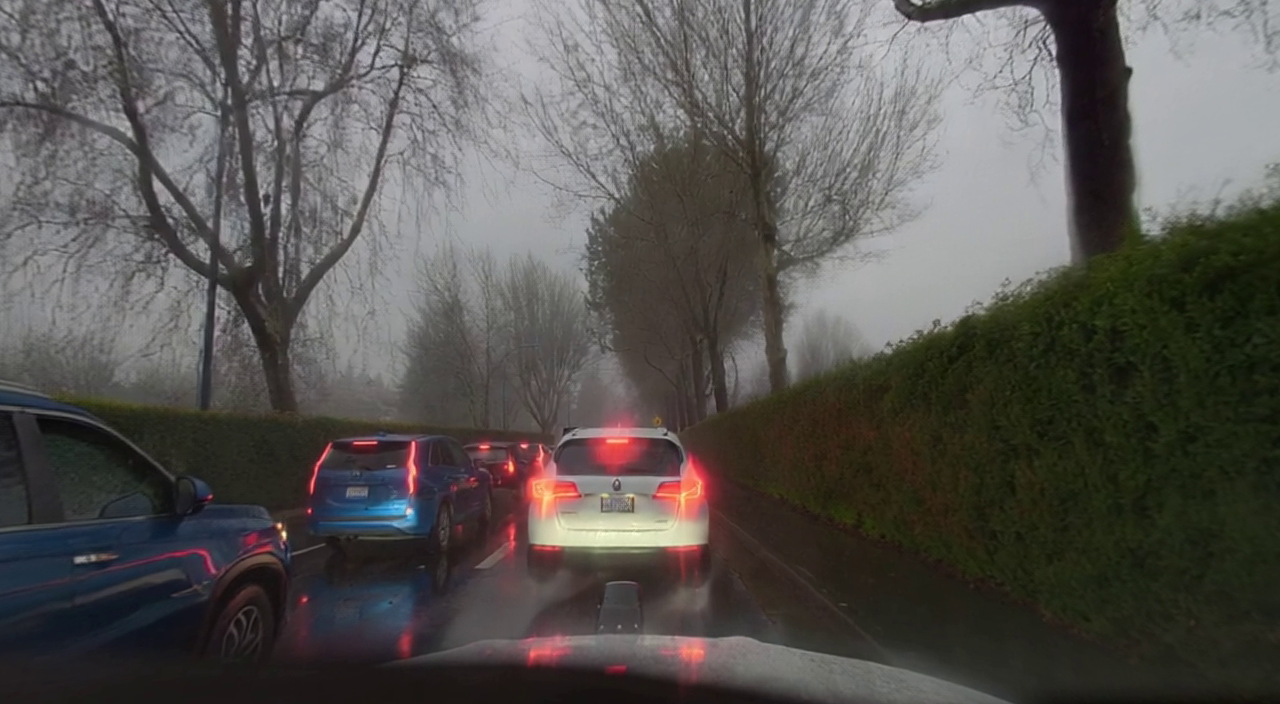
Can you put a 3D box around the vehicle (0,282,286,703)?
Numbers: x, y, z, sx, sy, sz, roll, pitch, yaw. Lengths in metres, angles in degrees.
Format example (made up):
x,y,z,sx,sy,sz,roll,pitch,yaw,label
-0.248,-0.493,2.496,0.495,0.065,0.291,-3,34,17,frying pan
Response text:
x,y,z,sx,sy,sz,roll,pitch,yaw,label
-3.292,0.674,1.268,2.205,1.913,5.327,-6,-8,-2,vehicle

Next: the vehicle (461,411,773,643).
x,y,z,sx,sy,sz,roll,pitch,yaw,label
-0.187,1.527,6.425,2.154,1.581,4.007,0,-9,-1,vehicle

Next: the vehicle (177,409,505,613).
x,y,z,sx,sy,sz,roll,pitch,yaw,label
-3.421,1.855,8.322,2.256,1.728,4.421,-6,-8,-2,vehicle
